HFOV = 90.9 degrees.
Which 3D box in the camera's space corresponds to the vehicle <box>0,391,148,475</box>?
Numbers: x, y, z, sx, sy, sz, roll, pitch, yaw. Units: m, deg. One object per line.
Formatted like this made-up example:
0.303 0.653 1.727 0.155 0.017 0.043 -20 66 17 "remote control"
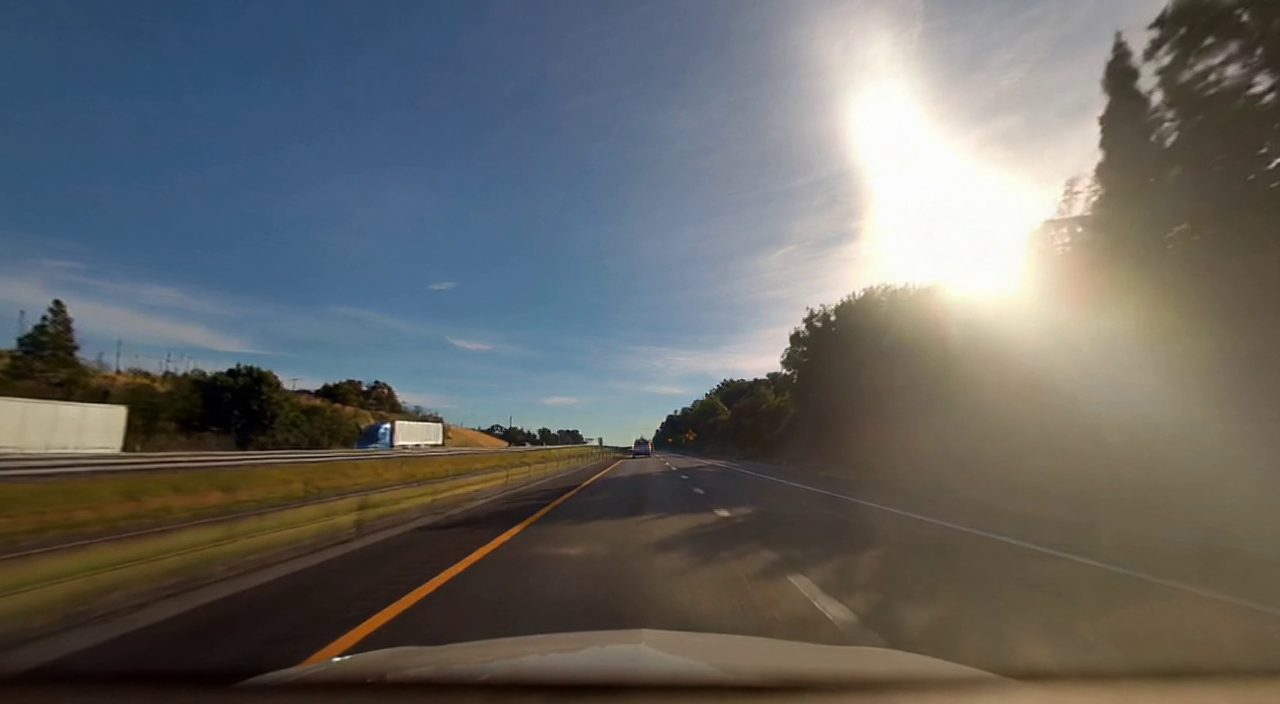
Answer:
-33.494 4.307 33.167 2.899 4.181 15.493 0 -8 0 "vehicle"
